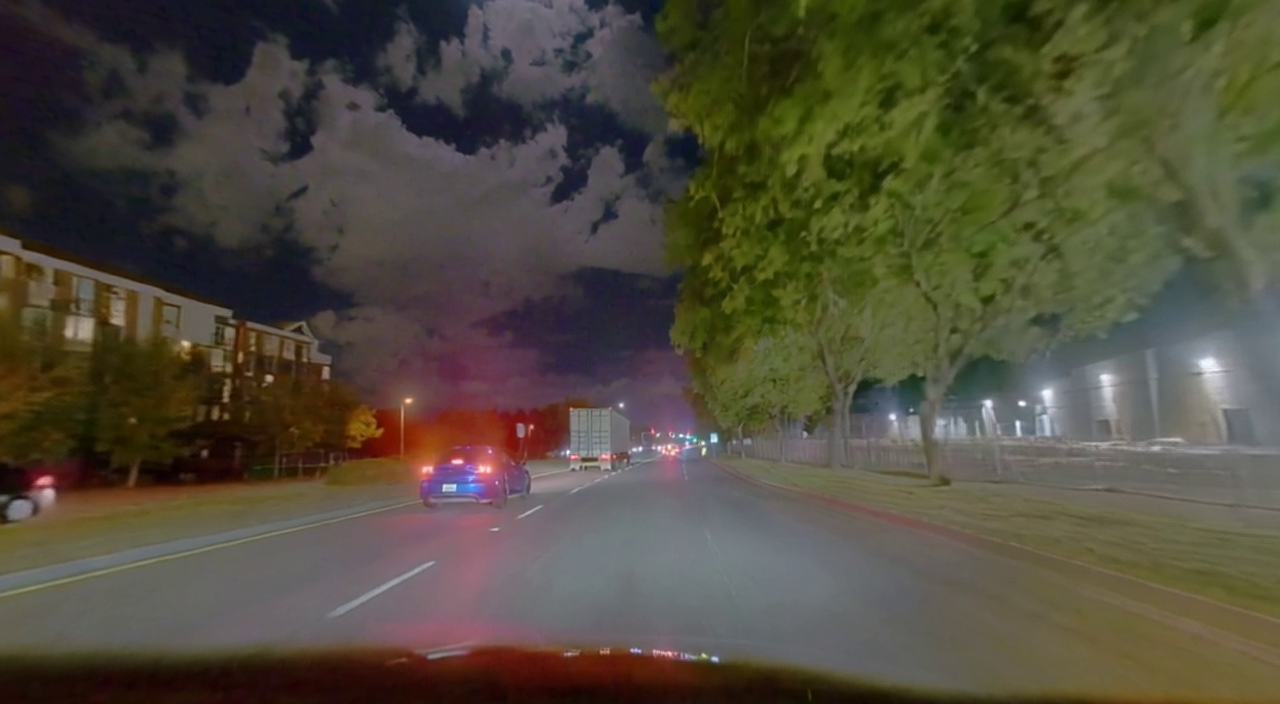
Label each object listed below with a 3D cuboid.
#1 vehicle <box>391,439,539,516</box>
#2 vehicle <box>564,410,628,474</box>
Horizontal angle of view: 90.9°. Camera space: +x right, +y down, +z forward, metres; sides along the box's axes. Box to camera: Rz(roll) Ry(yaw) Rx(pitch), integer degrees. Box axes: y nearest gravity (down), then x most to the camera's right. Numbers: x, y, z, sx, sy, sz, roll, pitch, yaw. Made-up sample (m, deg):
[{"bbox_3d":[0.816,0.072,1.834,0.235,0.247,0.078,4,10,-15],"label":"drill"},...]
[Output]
[{"bbox_3d":[-3.770,2.804,14.528,2.005,1.462,4.345,-1,-9,3],"label":"vehicle"},{"bbox_3d":[-2.382,5.398,37.329,2.746,3.276,8.572,-1,-9,3],"label":"vehicle"}]
